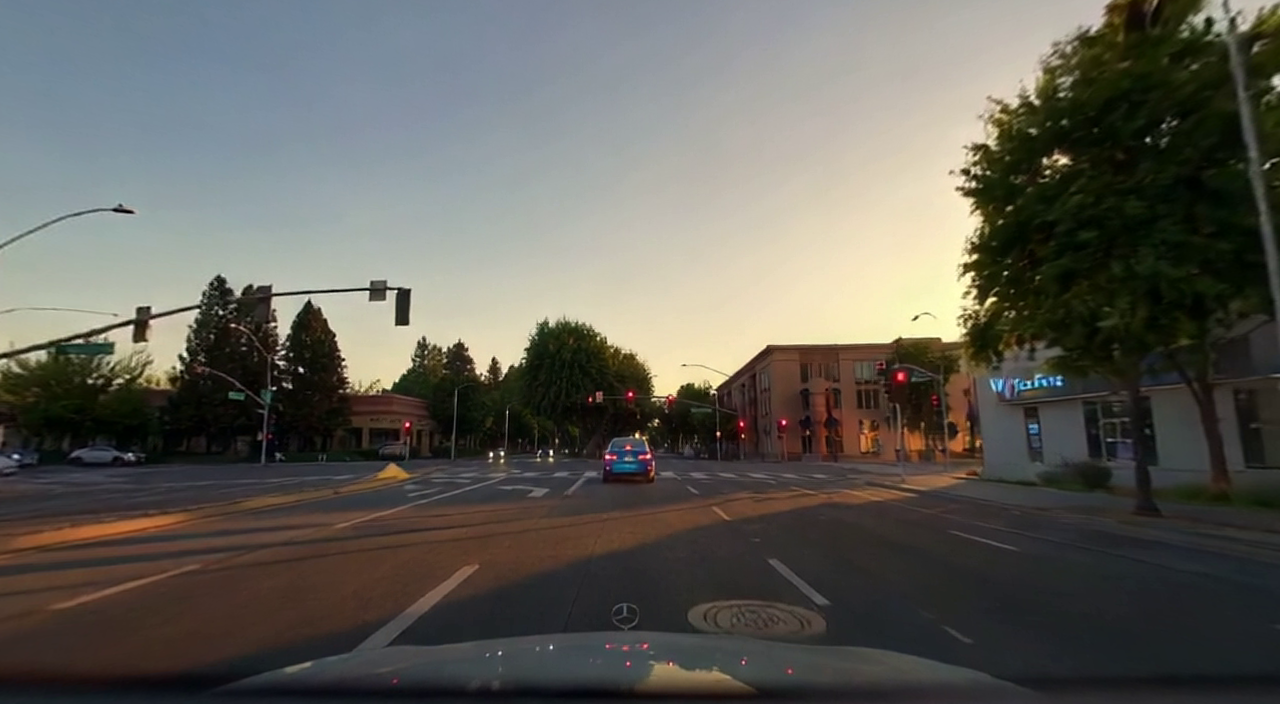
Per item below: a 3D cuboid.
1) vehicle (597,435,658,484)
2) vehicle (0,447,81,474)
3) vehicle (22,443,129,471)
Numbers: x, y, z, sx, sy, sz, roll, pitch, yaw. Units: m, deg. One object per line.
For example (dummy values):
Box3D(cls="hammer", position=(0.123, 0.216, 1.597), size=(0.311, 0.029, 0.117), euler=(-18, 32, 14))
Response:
Box3D(cls="vehicle", position=(-0.452, 3.934, 23.287), size=(2.066, 1.618, 3.922), euler=(0, -9, -1))
Box3D(cls="vehicle", position=(-36.939, 6.472, 37.776), size=(4.891, 1.591, 2.067), euler=(0, -9, -2))
Box3D(cls="vehicle", position=(-36.476, 6.805, 40.926), size=(4.912, 1.731, 2.022), euler=(0, -9, -1))
